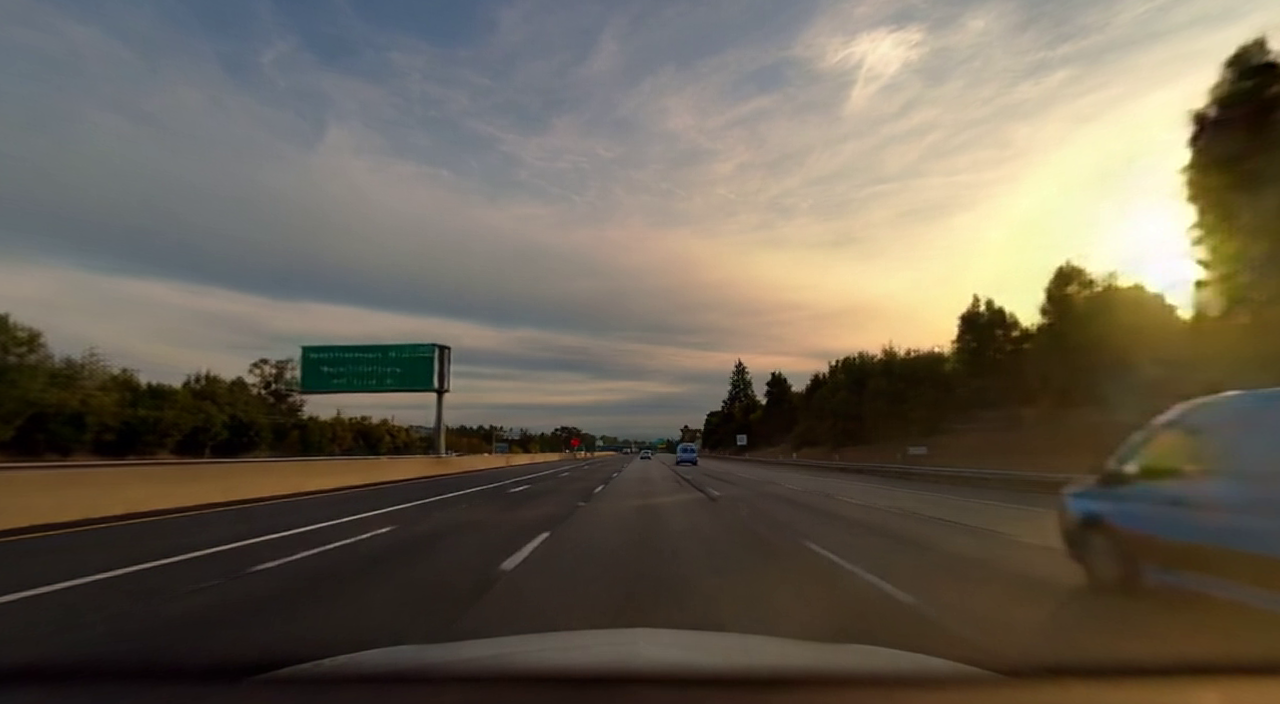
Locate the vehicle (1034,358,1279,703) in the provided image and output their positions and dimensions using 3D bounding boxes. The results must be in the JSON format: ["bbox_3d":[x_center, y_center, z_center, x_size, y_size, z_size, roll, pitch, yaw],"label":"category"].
[{"bbox_3d":[4.351,0.892,3.008,1.971,1.795,4.389,0,-9,-2],"label":"vehicle"}]

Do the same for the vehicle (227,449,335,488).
[{"bbox_3d":[-15.302,4.978,27.225,1.903,1.486,4.666,0,-9,1],"label":"vehicle"}]
